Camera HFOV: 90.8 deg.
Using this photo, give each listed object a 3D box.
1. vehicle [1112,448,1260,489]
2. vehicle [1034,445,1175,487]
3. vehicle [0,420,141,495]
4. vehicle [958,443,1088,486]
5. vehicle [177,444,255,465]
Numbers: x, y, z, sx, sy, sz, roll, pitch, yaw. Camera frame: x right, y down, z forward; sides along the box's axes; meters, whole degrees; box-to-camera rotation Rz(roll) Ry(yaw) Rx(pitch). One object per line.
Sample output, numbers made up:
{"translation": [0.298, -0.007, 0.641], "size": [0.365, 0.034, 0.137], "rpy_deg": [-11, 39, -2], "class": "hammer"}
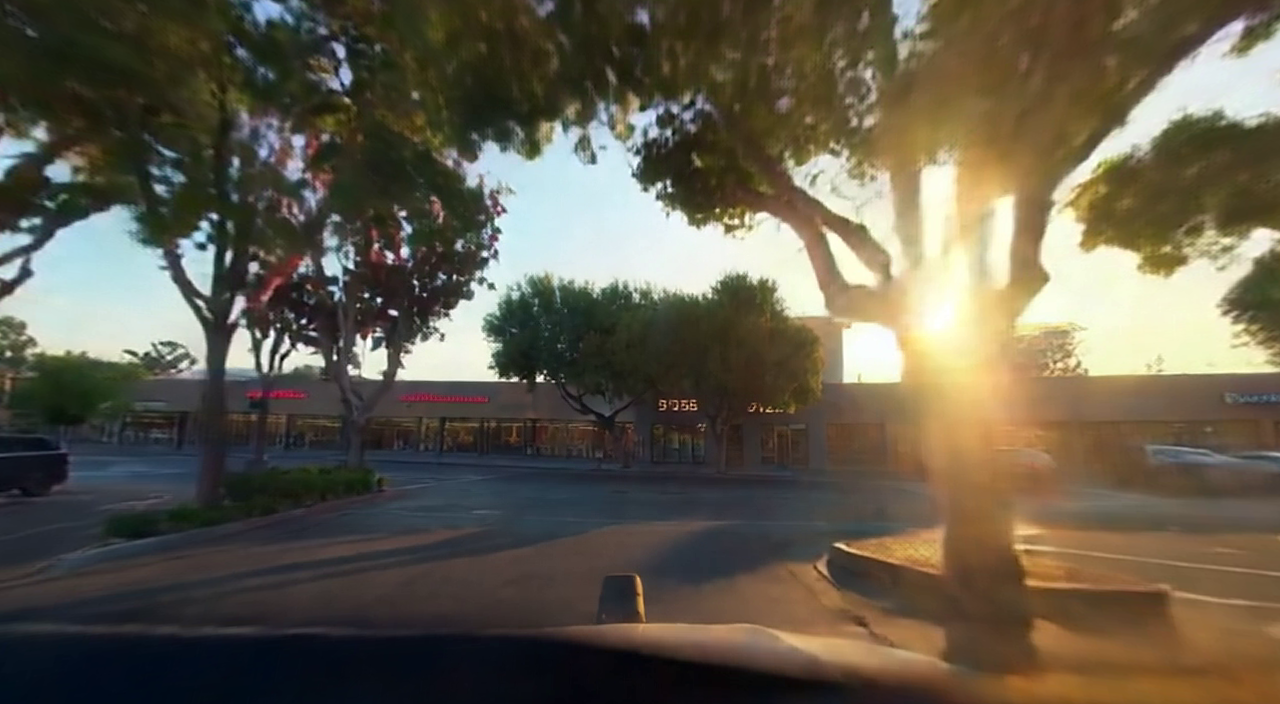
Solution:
{"translation": [21.322, 4.532, 24.955], "size": [1.861, 1.460, 4.329], "rpy_deg": [0, -8, -2], "class": "vehicle"}
{"translation": [18.340, 4.499, 25.309], "size": [1.804, 1.502, 4.815], "rpy_deg": [0, -8, -3], "class": "vehicle"}
{"translation": [-15.769, 2.667, 16.088], "size": [4.457, 1.794, 1.974], "rpy_deg": [5, -10, -32], "class": "vehicle"}
{"translation": [15.087, 4.440, 25.324], "size": [2.140, 1.507, 4.856], "rpy_deg": [0, -9, -1], "class": "vehicle"}
{"translation": [-30.299, 7.307, 45.286], "size": [4.431, 1.449, 1.808], "rpy_deg": [5, -10, -32], "class": "vehicle"}
